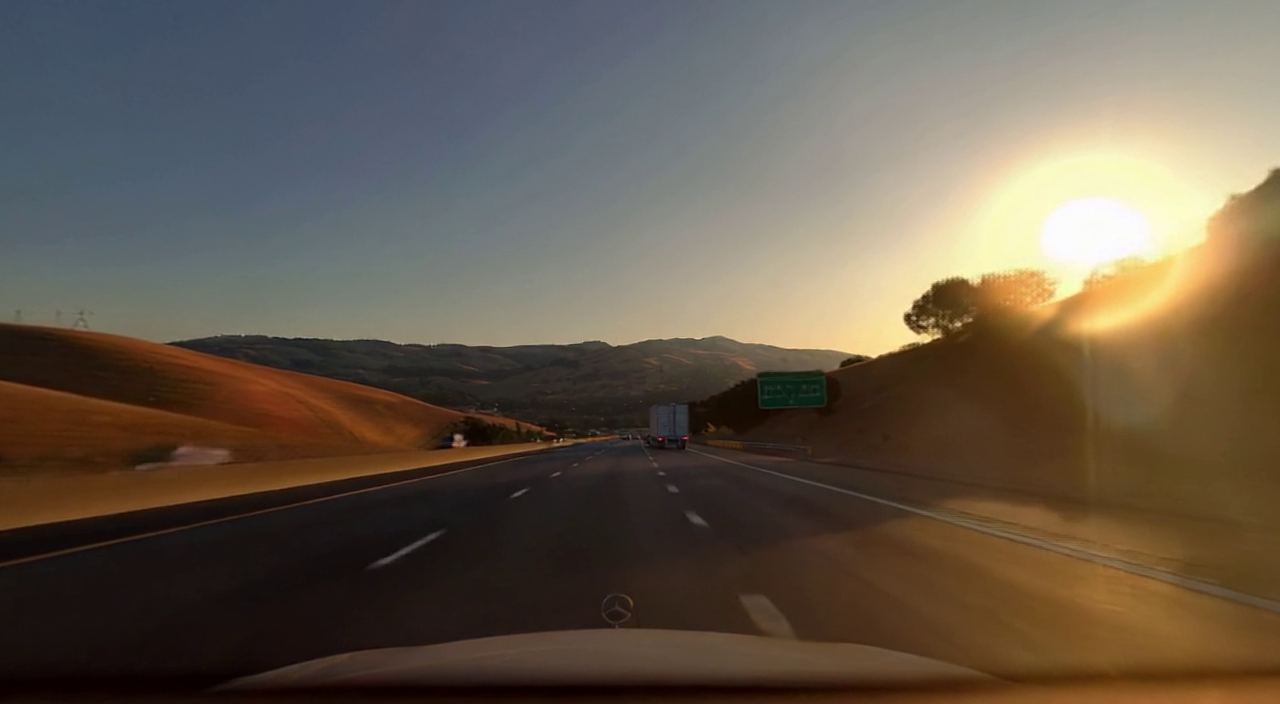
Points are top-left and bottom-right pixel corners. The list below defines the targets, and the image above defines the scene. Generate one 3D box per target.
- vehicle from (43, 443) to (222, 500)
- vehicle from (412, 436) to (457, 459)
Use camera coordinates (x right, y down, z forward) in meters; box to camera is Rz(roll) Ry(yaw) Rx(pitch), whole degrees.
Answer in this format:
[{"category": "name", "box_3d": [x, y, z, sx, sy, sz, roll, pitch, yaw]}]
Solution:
[{"category": "vehicle", "box_3d": [-15.342, 3.597, 19.411, 1.822, 1.515, 4.403, 0, -8, 0]}, {"category": "vehicle", "box_3d": [-15.232, 7.081, 46.885, 1.957, 1.649, 4.221, 0, -8, -1]}]
